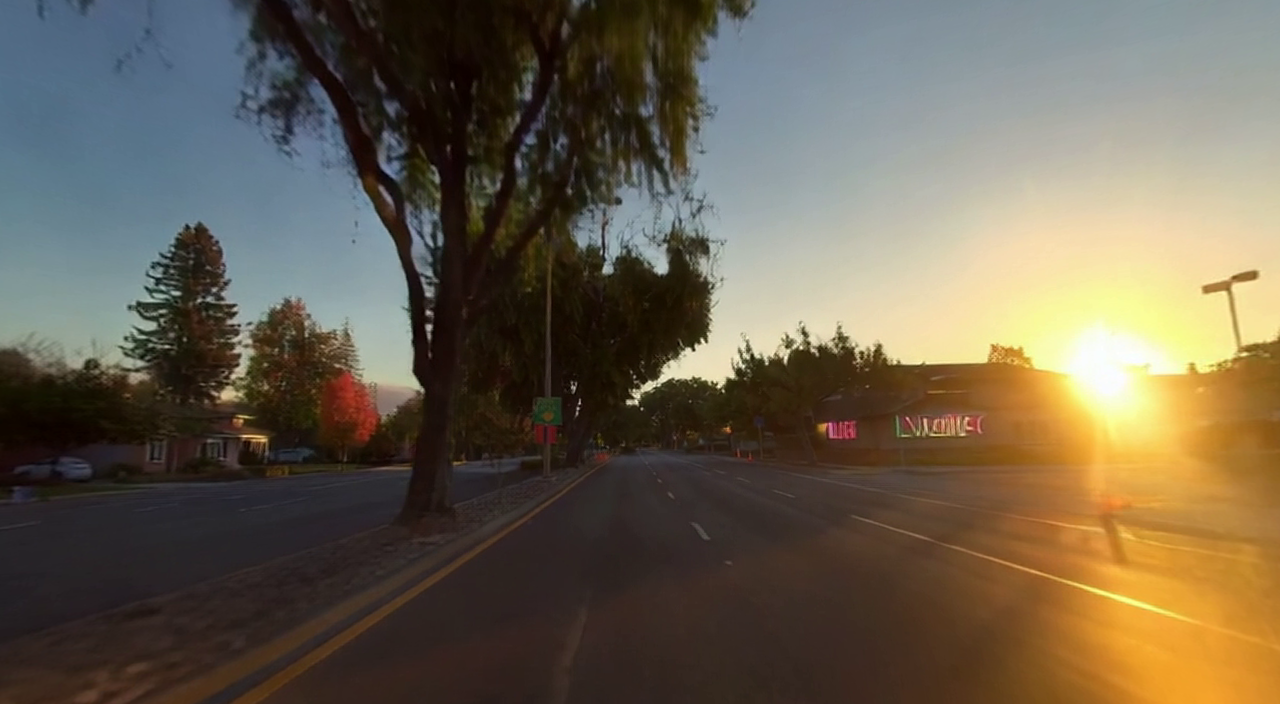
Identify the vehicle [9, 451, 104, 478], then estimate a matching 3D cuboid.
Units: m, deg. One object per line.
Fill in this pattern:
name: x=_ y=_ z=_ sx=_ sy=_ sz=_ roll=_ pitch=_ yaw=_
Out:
vehicle: x=-32.831 y=6.342 z=35.589 sx=3.732 sy=1.453 sz=1.721 roll=-1 pitch=-9 yaw=5
